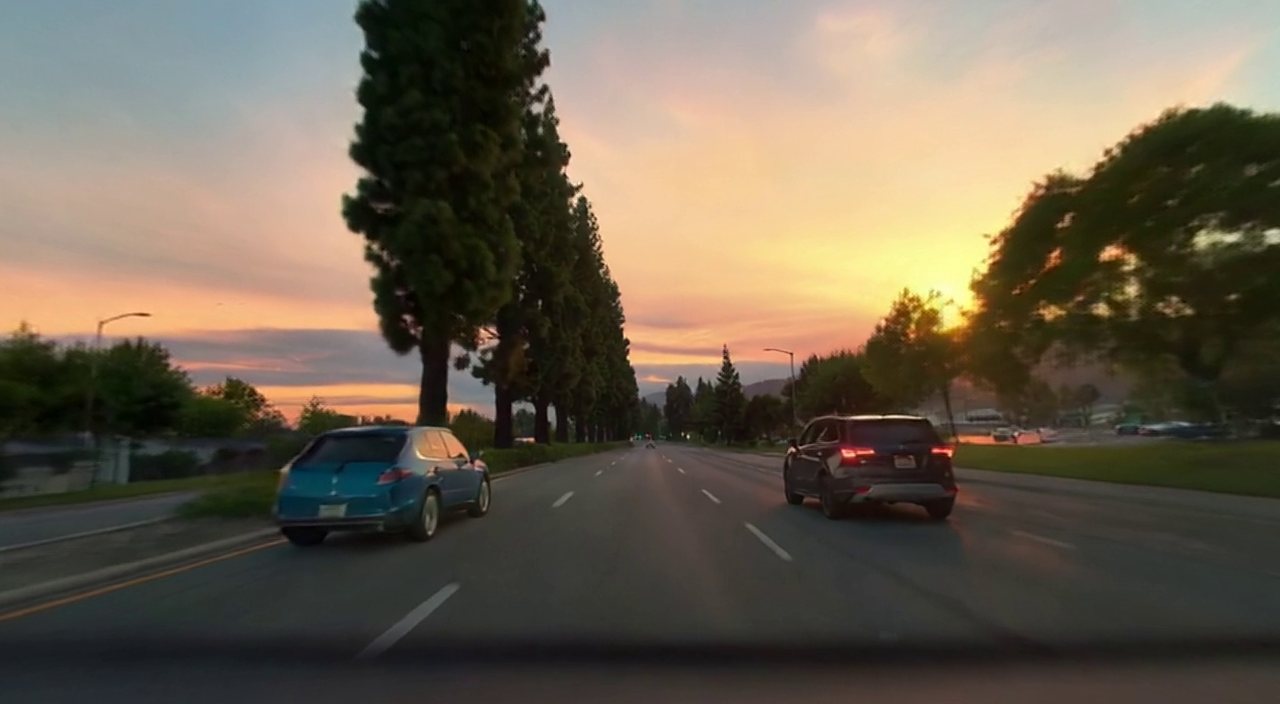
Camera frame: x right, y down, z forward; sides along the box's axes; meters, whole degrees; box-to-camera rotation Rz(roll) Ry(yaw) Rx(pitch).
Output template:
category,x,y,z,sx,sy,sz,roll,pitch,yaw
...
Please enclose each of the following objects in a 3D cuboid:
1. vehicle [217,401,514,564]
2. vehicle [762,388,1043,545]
category,x,y,z,sx,sy,sz,roll,pitch,yaw
vehicle,-3.213,1.599,8.548,2.025,1.635,4.293,0,-8,1
vehicle,3.468,1.624,9.666,2.087,1.759,5.040,0,-7,-1
